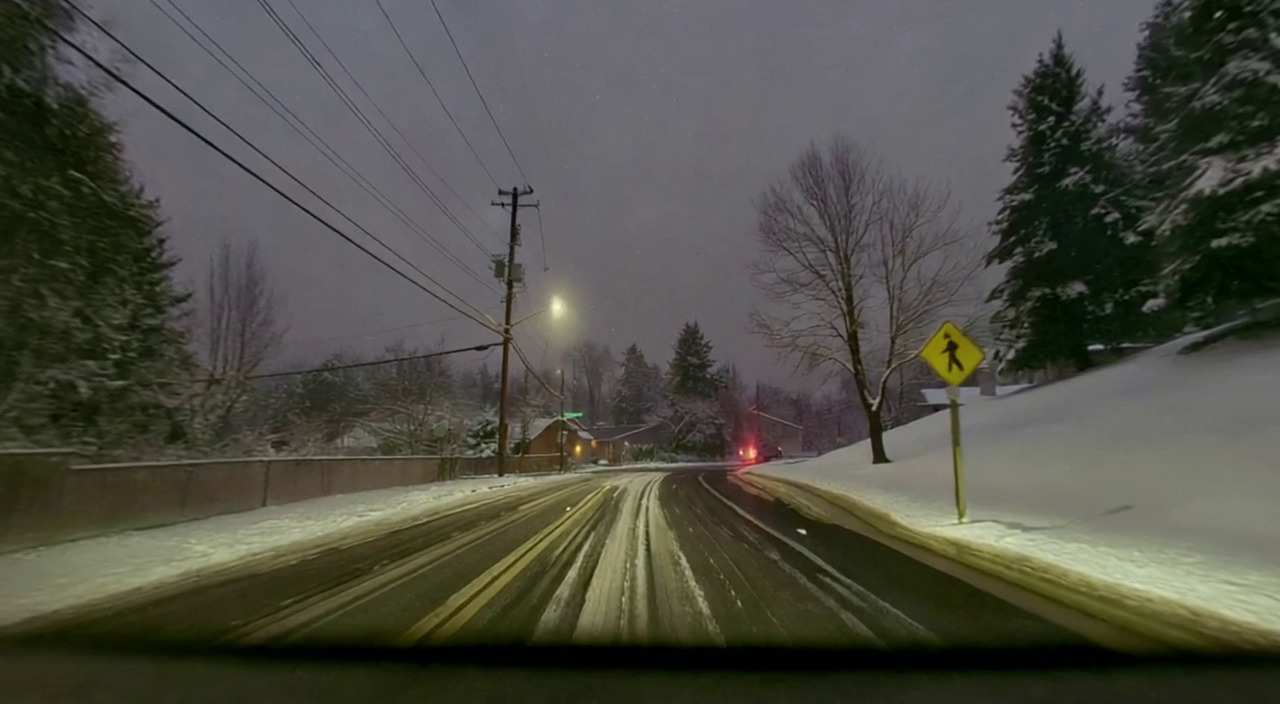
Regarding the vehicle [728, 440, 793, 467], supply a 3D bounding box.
[{"bbox_3d":[8.218,6.863,42.820,2.176,1.732,4.810,-7,-11,41],"label":"vehicle"}]
